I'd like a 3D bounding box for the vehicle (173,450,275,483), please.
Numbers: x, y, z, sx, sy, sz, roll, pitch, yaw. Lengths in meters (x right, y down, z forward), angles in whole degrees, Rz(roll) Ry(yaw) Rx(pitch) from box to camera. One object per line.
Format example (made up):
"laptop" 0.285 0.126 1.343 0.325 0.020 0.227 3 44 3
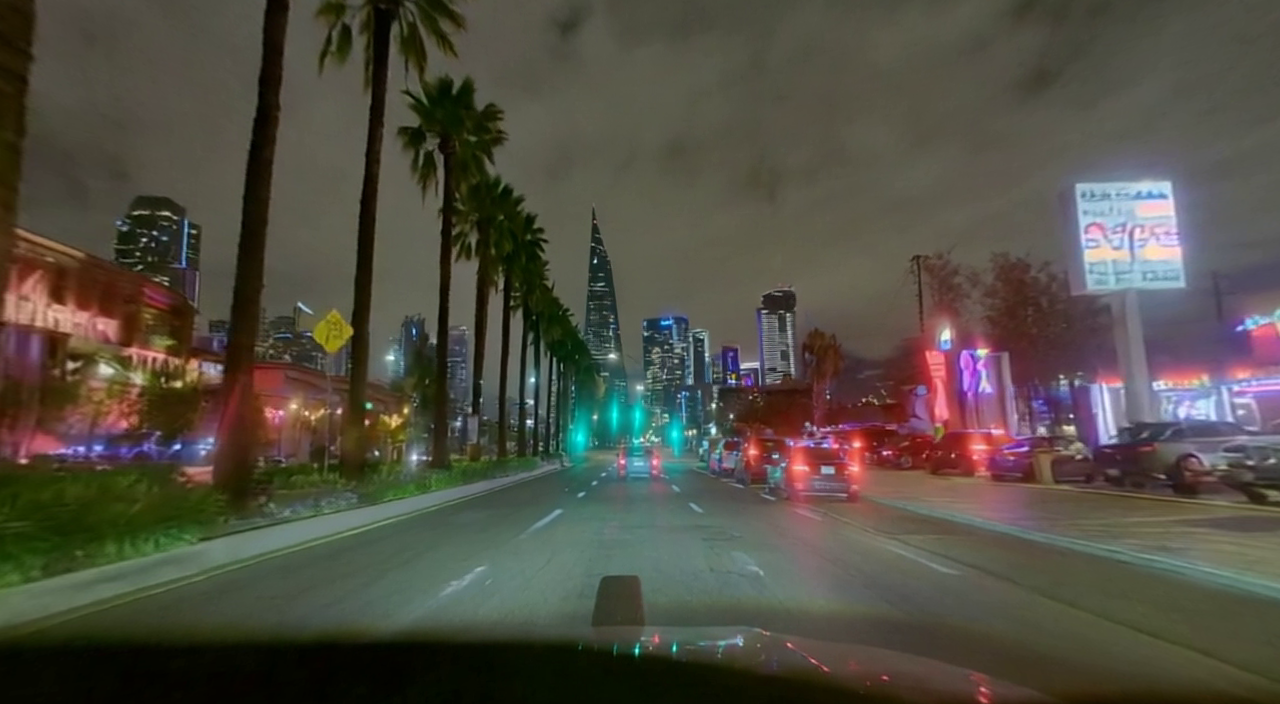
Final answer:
"vehicle" -23.199 6.375 35.418 2.075 1.645 5.270 0 -8 1

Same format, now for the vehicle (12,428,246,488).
"vehicle" -30.584 6.453 39.182 3.081 3.048 13.223 0 -8 3

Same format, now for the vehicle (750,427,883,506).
"vehicle" 4.408 2.950 16.669 2.136 1.774 4.778 0 -8 0

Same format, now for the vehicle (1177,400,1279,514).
"vehicle" 12.791 1.794 10.841 4.927 1.820 2.396 1 -8 -3

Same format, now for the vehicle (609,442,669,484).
"vehicle" -0.038 4.403 25.258 2.235 1.528 3.876 0 -8 0
